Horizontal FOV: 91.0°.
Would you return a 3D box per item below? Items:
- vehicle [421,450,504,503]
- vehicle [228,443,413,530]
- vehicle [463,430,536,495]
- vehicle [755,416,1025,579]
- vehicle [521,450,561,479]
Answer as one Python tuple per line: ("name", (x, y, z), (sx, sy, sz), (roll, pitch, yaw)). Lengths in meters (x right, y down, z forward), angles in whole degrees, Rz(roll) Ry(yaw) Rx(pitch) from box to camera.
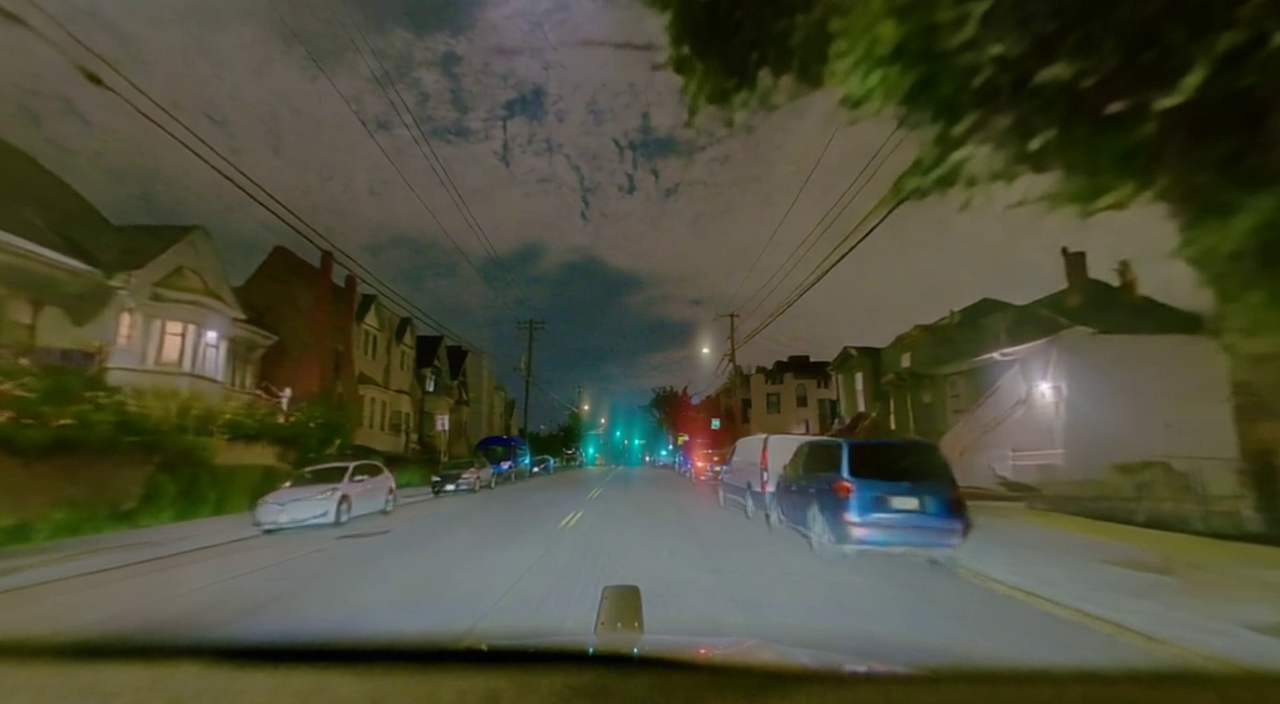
("vehicle", (-7.058, 4.958, 25.532), (2.027, 1.563, 4.594), (-2, -5, 0))
("vehicle", (-6.945, 2.896, 14.311), (1.874, 1.569, 4.318), (1, -8, 1))
("vehicle", (-7.122, 5.583, 32.602), (2.508, 2.712, 5.809), (0, -4, -1))
("vehicle", (3.183, 1.958, 9.284), (2.013, 1.775, 4.570), (0, -9, -1))
("vehicle", (-7.061, 8.037, 45.333), (2.057, 1.632, 4.730), (1, -6, 0))
